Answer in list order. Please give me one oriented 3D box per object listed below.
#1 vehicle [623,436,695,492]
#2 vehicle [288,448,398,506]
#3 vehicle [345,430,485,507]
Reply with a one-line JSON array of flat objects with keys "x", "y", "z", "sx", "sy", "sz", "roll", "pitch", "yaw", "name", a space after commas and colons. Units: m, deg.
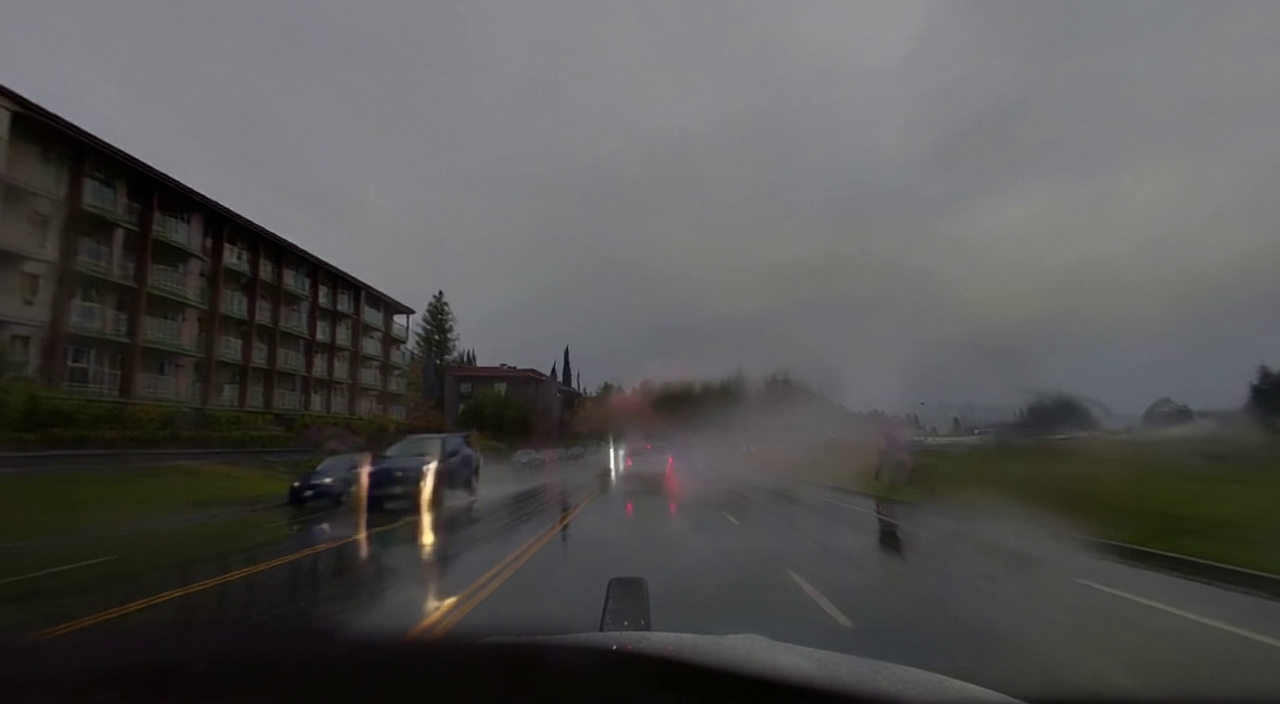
[{"x": 0.577, "y": 3.606, "z": 20.558, "sx": 2.132, "sy": 1.632, "sz": 3.838, "roll": 0, "pitch": -9, "yaw": 0, "name": "vehicle"}, {"x": -10.213, "y": 4.254, "z": 22.015, "sx": 1.932, "sy": 1.607, "sz": 4.191, "roll": -5, "pitch": -8, "yaw": -2, "name": "vehicle"}, {"x": -6.048, "y": 3.183, "z": 17.685, "sx": 2.065, "sy": 1.838, "sz": 4.846, "roll": 0, "pitch": -9, "yaw": 1, "name": "vehicle"}]
